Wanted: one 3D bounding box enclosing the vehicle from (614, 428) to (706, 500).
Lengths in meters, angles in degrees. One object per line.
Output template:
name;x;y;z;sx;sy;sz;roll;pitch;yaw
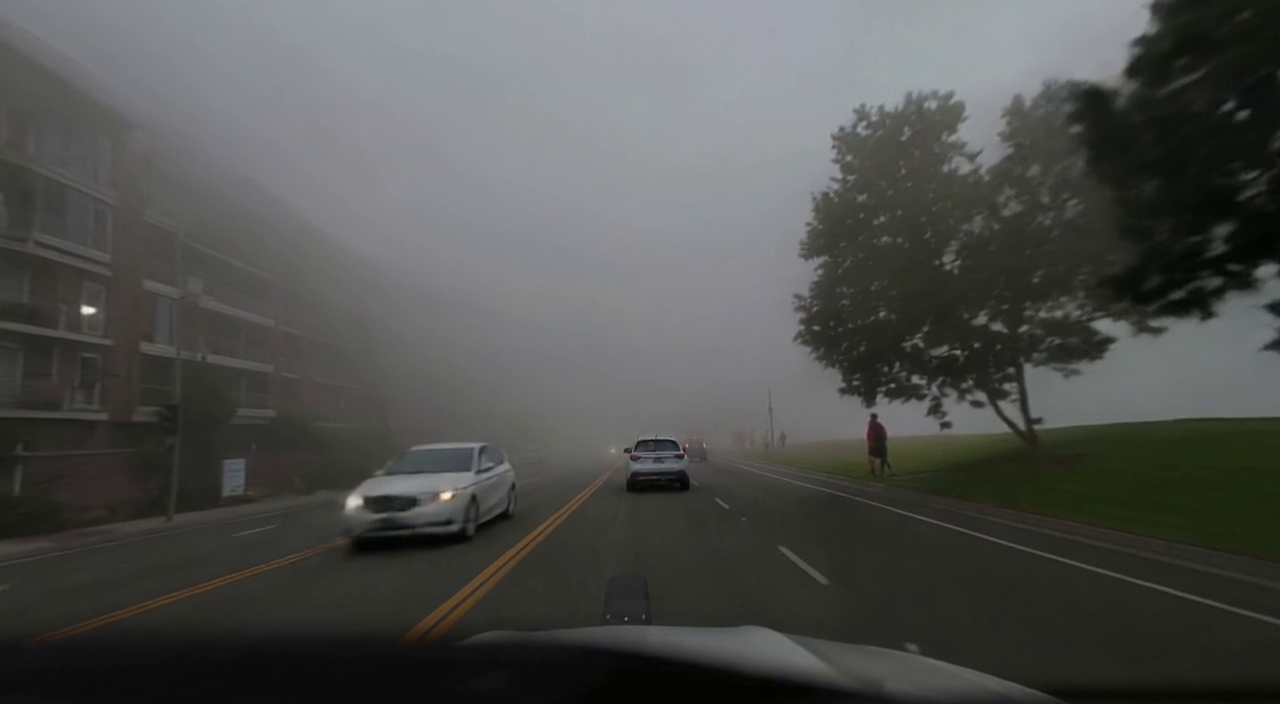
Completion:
vehicle;0.457;2.908;16.690;2.132;1.632;3.838;0;-9;0

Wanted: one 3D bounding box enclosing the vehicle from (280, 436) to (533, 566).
vehicle;-3.040;2.032;9.372;2.104;1.455;4.199;-1;-9;1
